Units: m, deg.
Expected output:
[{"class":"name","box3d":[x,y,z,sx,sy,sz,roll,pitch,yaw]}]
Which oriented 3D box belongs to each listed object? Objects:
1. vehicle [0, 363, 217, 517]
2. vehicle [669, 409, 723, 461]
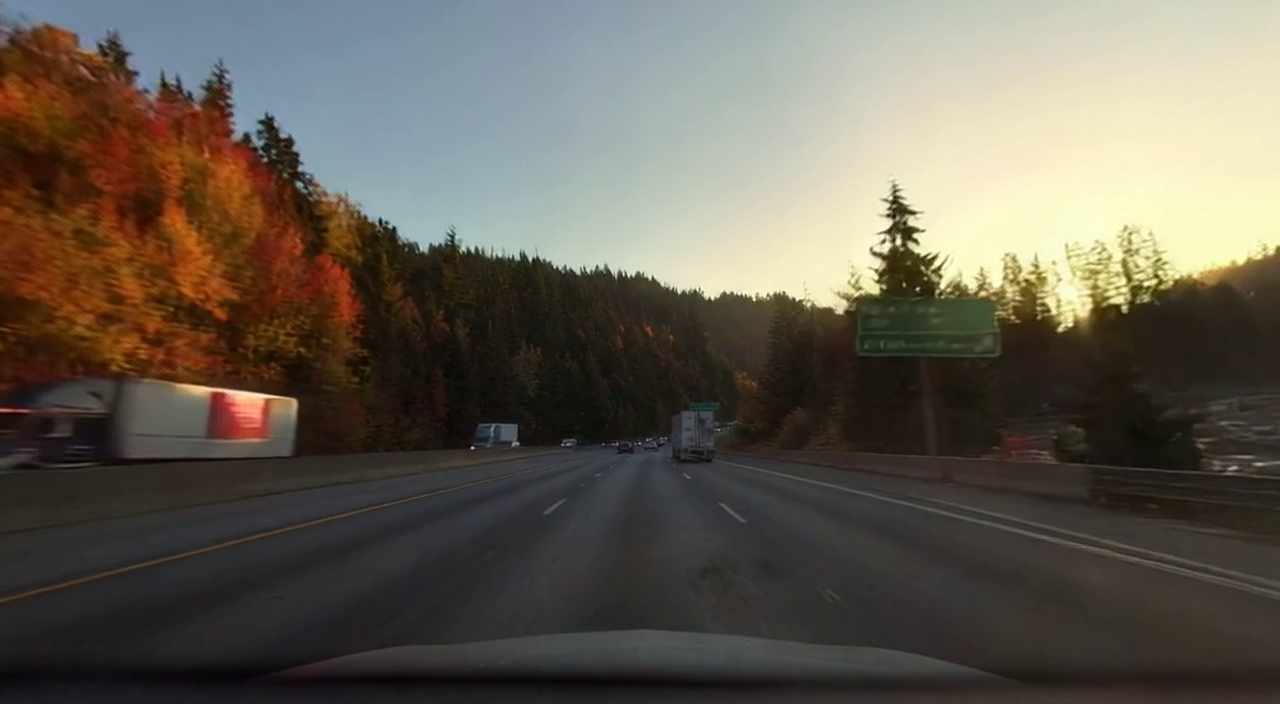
[{"class":"vehicle","box3d":[-19.285,2.957,21.031,2.923,4.256,10.164,0,-8,1]},{"class":"vehicle","box3d":[3.867,6.071,45.647,2.932,3.425,7.941,0,-8,-2]}]
